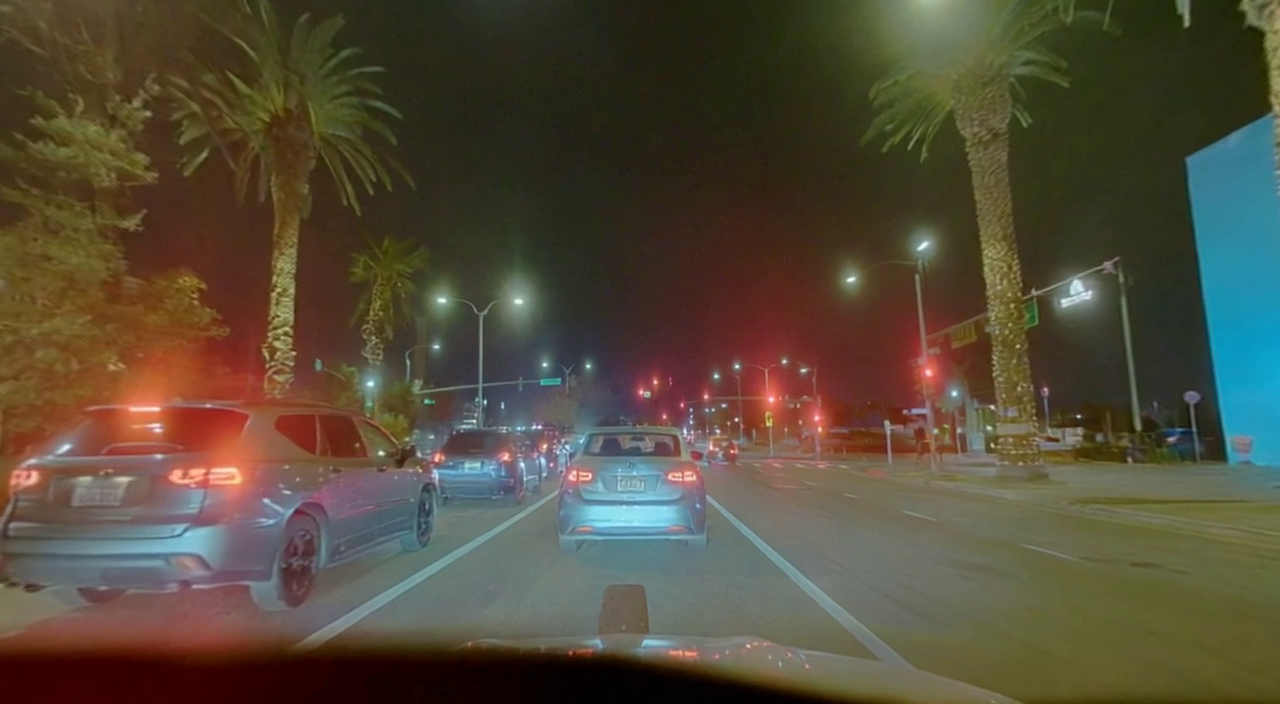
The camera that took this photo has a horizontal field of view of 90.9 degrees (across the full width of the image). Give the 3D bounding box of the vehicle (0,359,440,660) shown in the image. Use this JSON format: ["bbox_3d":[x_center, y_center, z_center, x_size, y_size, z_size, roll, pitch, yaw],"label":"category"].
[{"bbox_3d":[-3.534,1.232,5.928,1.914,1.741,4.398,0,-8,-1],"label":"vehicle"}]

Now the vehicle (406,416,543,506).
[{"bbox_3d":[-3.452,2.363,14.000,1.840,1.684,4.041,0,-8,1],"label":"vehicle"}]

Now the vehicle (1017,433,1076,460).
[{"bbox_3d":[26.157,6.108,40.713,1.882,1.672,3.957,-2,-9,13],"label":"vehicle"}]

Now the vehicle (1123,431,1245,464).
[{"bbox_3d":[25.448,4.479,29.596,3.914,1.427,1.779,-2,-8,5],"label":"vehicle"}]

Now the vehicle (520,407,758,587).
[{"bbox_3d":[-0.048,1.608,7.821,2.114,1.585,4.285,0,-8,-1],"label":"vehicle"}]
